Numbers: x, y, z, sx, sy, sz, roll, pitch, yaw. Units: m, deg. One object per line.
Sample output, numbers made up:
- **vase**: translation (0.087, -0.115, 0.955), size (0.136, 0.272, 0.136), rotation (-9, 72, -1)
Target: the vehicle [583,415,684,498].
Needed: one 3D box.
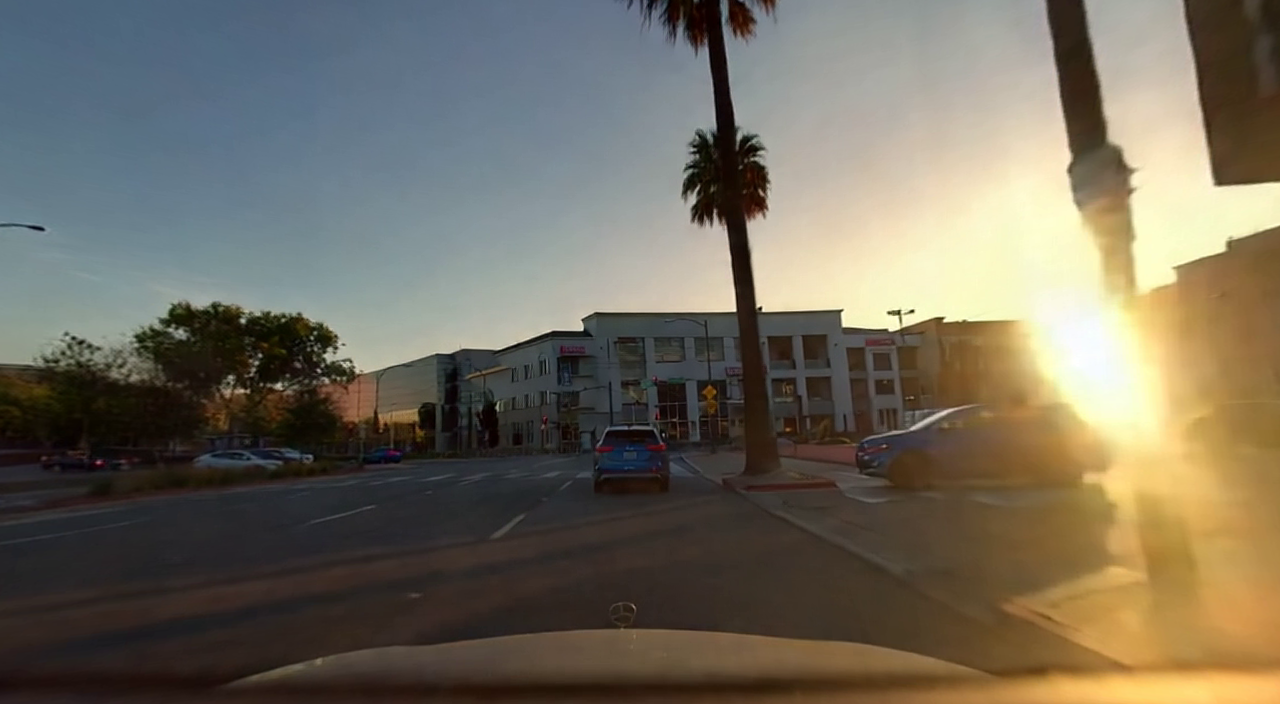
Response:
- **vehicle**: translation (-0.189, 2.610, 16.078), size (2.234, 1.818, 3.869), rotation (0, -8, -1)

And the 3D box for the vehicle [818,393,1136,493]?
- **vehicle**: translation (6.214, 1.748, 12.215), size (4.828, 1.733, 2.231), rotation (0, -8, -1)

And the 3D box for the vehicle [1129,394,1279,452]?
- **vehicle**: translation (19.887, 2.484, 21.398), size (2.080, 1.702, 5.430), rotation (0, -8, -3)

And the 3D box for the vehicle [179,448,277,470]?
- **vehicle**: translation (-27.358, 7.139, 42.157), size (5.154, 1.343, 1.943), rotation (4, -9, -24)
